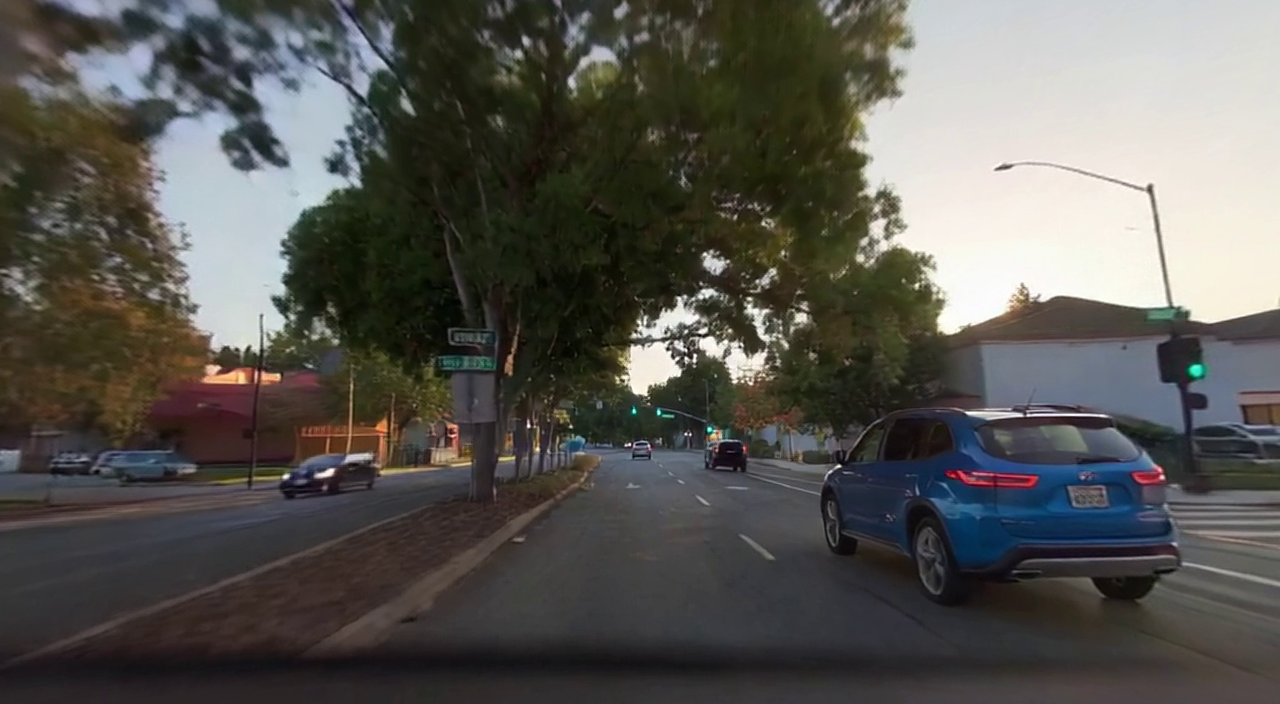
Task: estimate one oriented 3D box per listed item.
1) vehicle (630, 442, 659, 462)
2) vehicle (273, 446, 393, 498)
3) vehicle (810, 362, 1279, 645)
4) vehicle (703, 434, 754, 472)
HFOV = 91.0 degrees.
[{"bbox_3d":[0.332,7.700,48.565,2.131,1.474,4.146,0,-8,1],"label":"vehicle"},{"bbox_3d":[-9.772,3.802,20.455,1.932,1.483,4.246,1,-8,-3],"label":"vehicle"},{"bbox_3d":[3.374,1.317,6.419,2.033,1.865,4.360,0,-8,0],"label":"vehicle"},{"bbox_3d":[4.506,5.241,32.889,2.085,1.828,5.383,0,-8,3],"label":"vehicle"}]
